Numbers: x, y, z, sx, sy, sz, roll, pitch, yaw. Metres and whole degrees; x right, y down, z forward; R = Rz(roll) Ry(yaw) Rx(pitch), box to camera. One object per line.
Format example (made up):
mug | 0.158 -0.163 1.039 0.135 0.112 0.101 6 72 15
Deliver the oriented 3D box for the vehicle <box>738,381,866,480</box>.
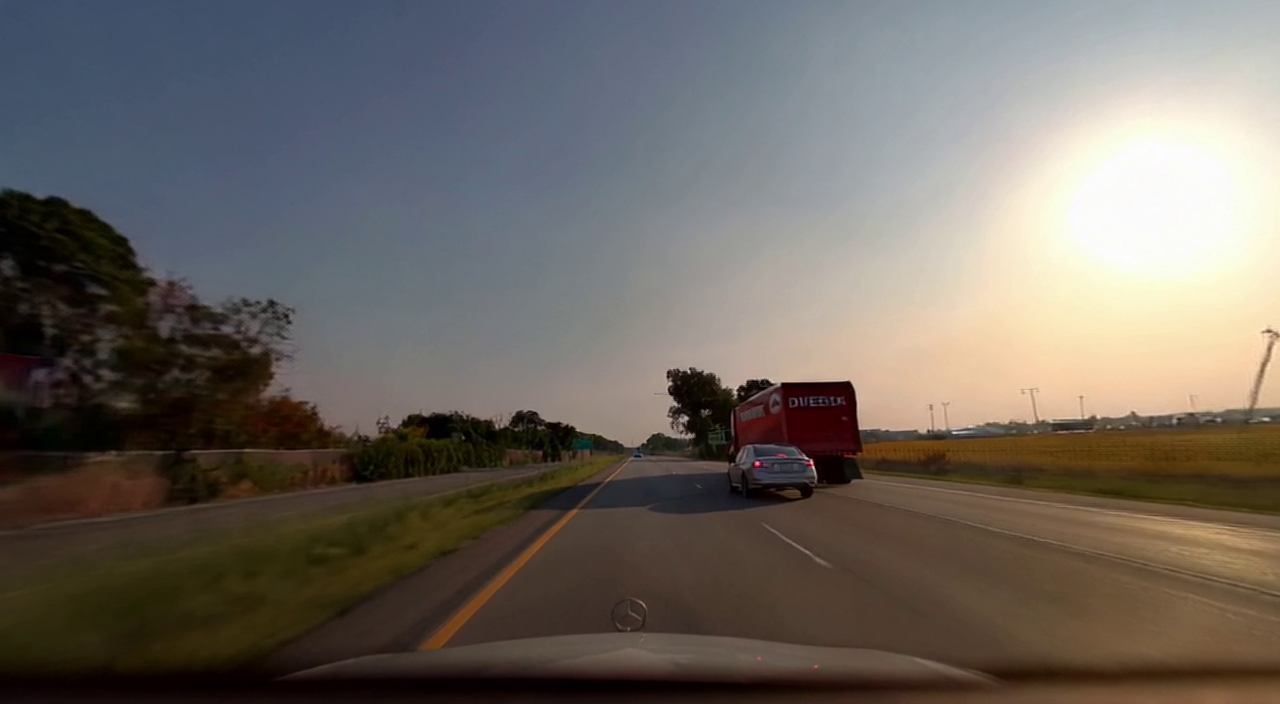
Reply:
vehicle | 7.994 4.426 34.000 3.088 4.217 14.033 0 -9 0

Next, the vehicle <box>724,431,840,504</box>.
vehicle | 3.711 3.113 17.333 2.093 1.742 4.167 0 -9 -1
